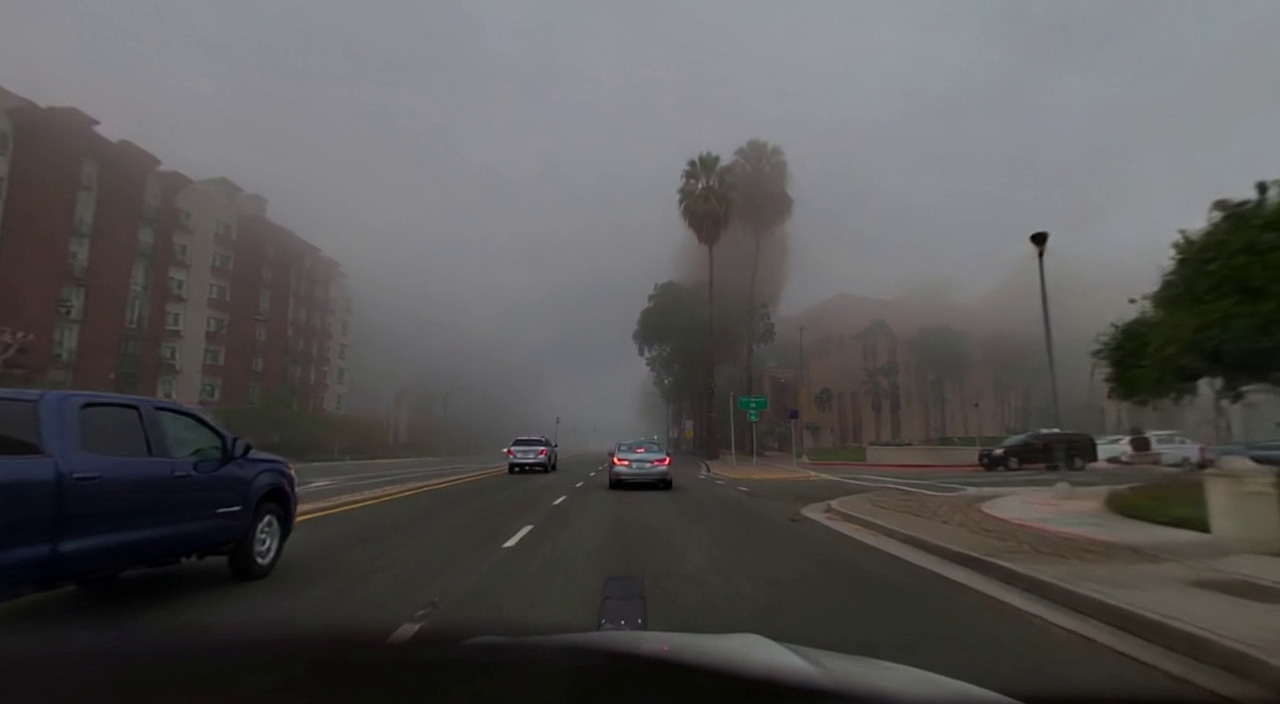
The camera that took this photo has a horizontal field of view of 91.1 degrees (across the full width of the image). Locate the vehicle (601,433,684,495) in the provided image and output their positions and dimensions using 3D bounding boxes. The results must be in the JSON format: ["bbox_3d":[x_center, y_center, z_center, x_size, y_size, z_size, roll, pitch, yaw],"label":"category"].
[{"bbox_3d":[-0.002,3.187,18.324,2.122,1.562,4.152,0,-8,-2],"label":"vehicle"}]

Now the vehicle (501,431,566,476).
[{"bbox_3d":[-5.304,5.129,32.244,2.447,2.062,5.911,0,-8,-2],"label":"vehicle"}]

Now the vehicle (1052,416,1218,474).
[{"bbox_3d":[38.472,7.208,49.082,10.136,4.260,3.014,0,-8,1],"label":"vehicle"}]

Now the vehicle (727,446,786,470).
[{"bbox_3d":[6.452,5.790,34.388,2.949,1.209,3.070,-2,-8,14],"label":"vehicle"}]

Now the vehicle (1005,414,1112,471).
[{"bbox_3d":[32.576,7.070,49.068,5.858,4.169,3.001,-1,-9,1],"label":"vehicle"}]

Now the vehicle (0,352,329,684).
[{"bbox_3d":[-4.813,1.075,4.421,2.187,1.904,6.103,0,-8,-1],"label":"vehicle"}]
